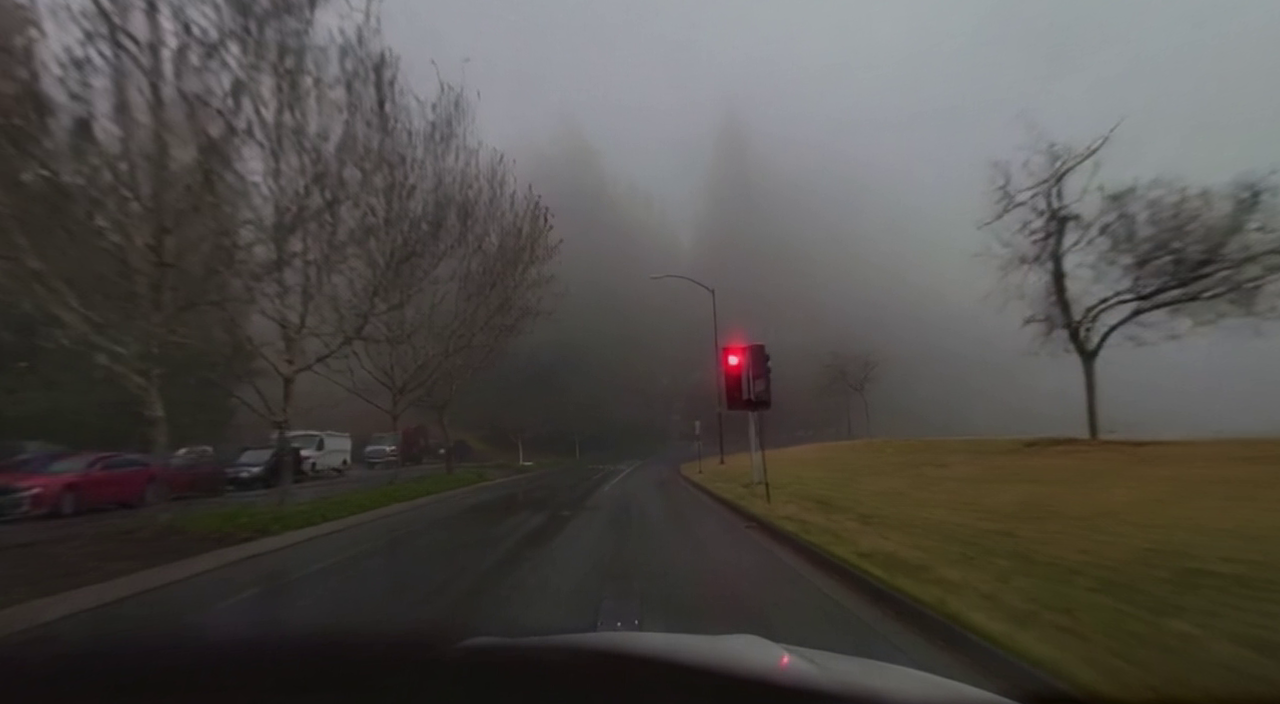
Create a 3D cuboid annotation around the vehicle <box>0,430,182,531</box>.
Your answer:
[{"bbox_3d":[-14.628,3.178,16.251,2.266,2.117,6.049,1,-9,-14],"label":"vehicle"}]

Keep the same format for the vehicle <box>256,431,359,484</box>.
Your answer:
[{"bbox_3d":[-18.063,5.750,34.655,2.327,2.595,6.045,-1,-9,0],"label":"vehicle"}]

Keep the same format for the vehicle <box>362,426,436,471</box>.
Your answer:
[{"bbox_3d":[-18.312,7.410,48.274,2.739,3.171,7.030,0,-9,1],"label":"vehicle"}]
